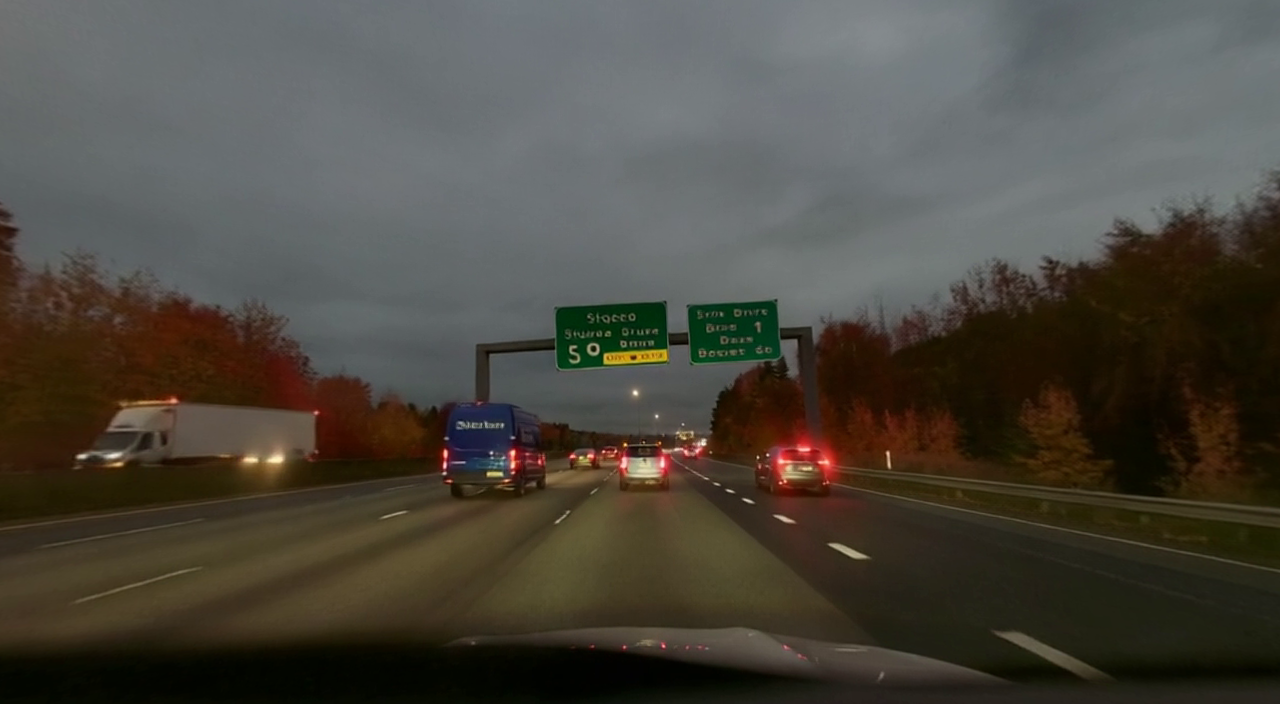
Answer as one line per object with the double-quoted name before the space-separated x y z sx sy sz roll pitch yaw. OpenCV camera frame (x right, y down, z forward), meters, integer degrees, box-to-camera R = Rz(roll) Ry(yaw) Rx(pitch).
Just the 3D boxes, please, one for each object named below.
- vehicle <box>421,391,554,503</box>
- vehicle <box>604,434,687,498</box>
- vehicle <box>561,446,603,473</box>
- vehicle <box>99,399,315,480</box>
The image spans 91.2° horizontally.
"vehicle" -4.107 2.743 18.194 2.275 2.692 5.810 0 -9 1
"vehicle" 0.179 3.332 18.669 2.195 1.679 4.070 0 -9 1
"vehicle" -3.401 6.407 37.604 2.015 1.496 4.312 0 -9 1
"vehicle" -25.406 5.447 38.565 2.906 4.059 14.158 0 -9 2
